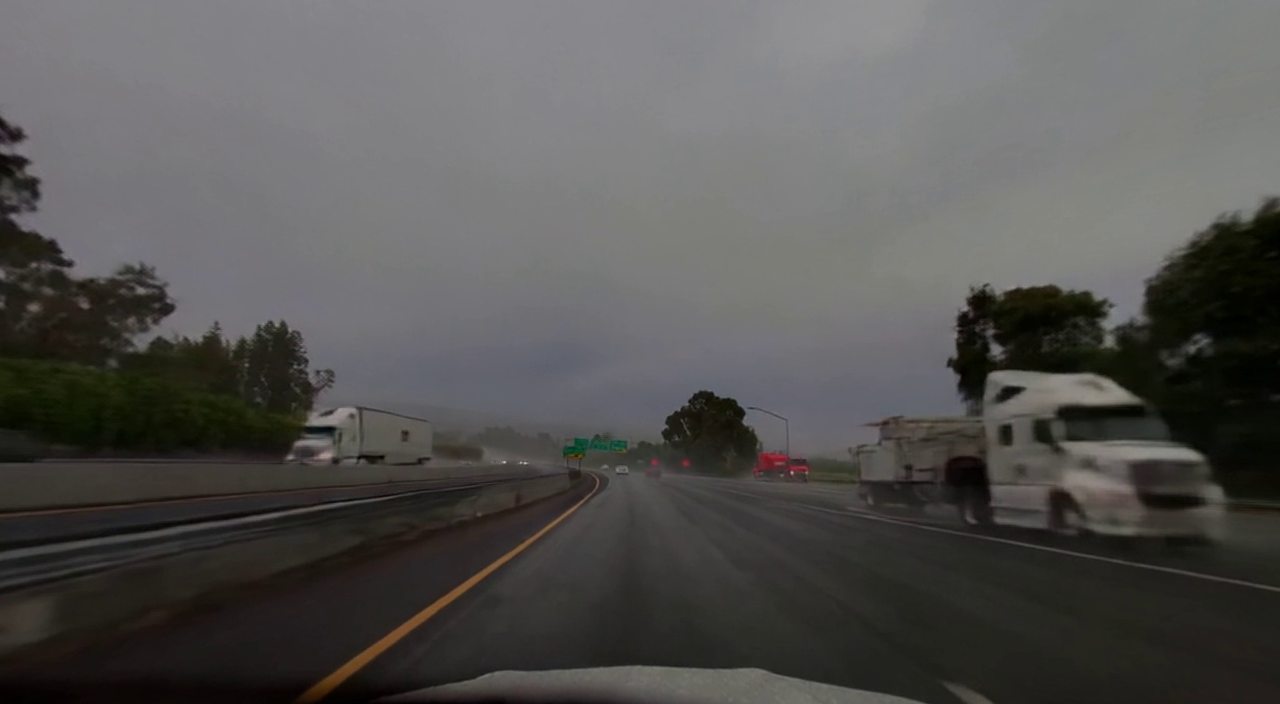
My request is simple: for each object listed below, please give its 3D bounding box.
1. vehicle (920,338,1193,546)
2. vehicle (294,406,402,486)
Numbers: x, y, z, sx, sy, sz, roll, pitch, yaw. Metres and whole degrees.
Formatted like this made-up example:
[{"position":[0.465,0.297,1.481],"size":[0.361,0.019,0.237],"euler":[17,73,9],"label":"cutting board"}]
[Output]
[{"position":[8.369,1.976,13.474],"size":[2.282,3.633,4.740],"euler":[1,-11,-2],"label":"vehicle"},{"position":[-15.517,5.182,33.978],"size":[2.937,3.831,6.132],"euler":[1,-11,-3],"label":"vehicle"}]
